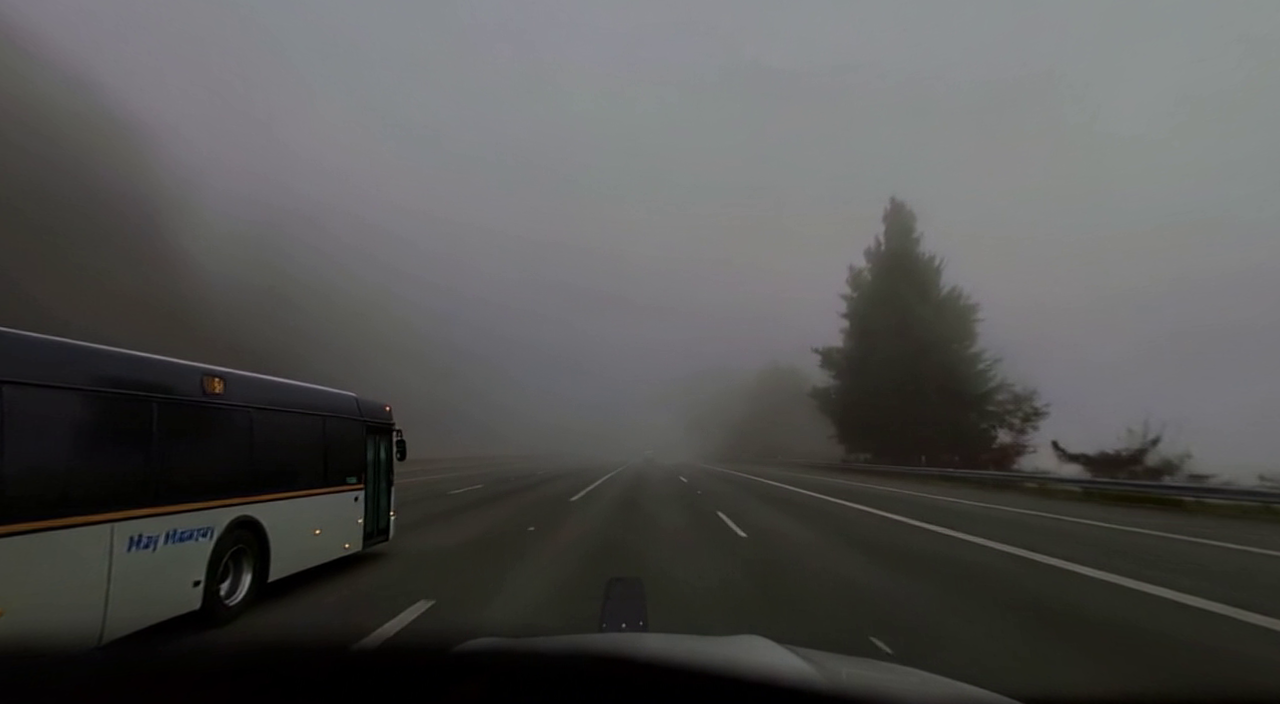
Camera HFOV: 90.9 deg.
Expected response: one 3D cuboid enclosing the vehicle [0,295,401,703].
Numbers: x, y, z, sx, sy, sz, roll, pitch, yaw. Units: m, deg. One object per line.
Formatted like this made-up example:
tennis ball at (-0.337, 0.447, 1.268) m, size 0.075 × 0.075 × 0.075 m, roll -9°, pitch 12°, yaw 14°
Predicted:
vehicle at (-3.980, 1.034, 4.874) m, size 2.127 × 1.985 × 5.205 m, roll 0°, pitch -8°, yaw 1°
